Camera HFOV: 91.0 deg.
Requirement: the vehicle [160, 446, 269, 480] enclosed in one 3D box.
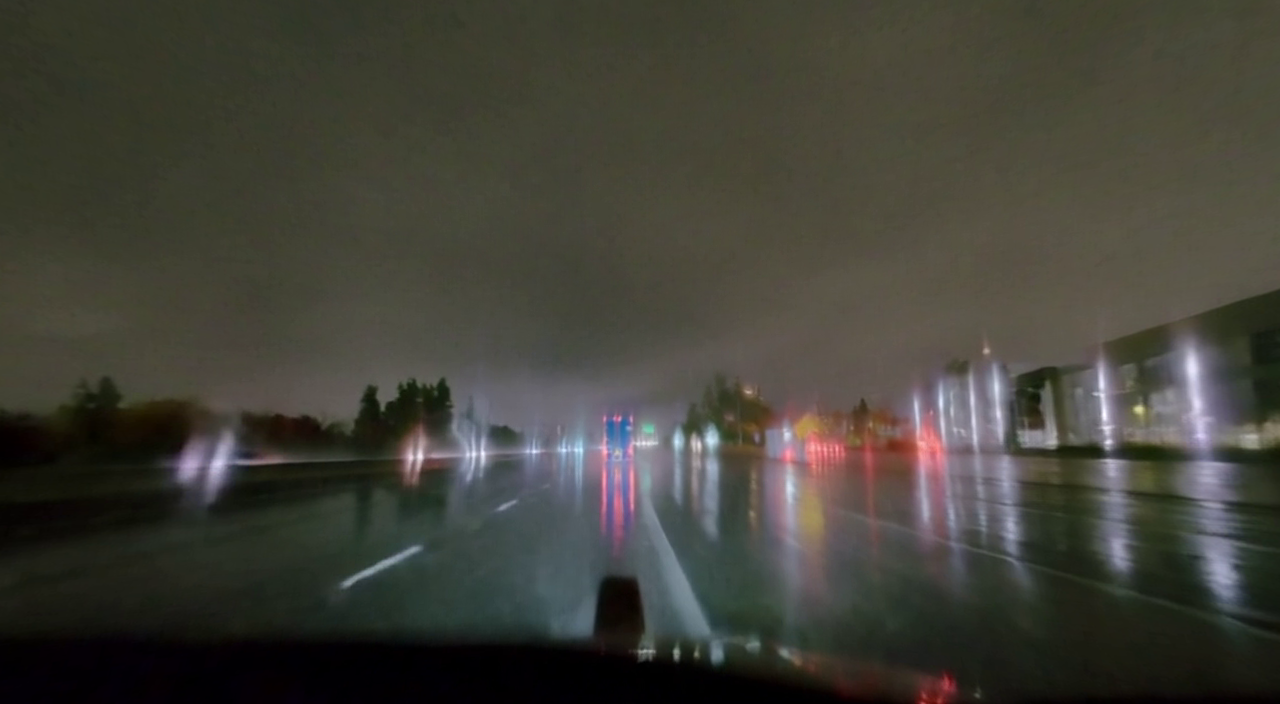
[{"bbox_3d":[-24.418,6.358,36.507,2.165,1.728,5.997,0,-9,0],"label":"vehicle"}]
